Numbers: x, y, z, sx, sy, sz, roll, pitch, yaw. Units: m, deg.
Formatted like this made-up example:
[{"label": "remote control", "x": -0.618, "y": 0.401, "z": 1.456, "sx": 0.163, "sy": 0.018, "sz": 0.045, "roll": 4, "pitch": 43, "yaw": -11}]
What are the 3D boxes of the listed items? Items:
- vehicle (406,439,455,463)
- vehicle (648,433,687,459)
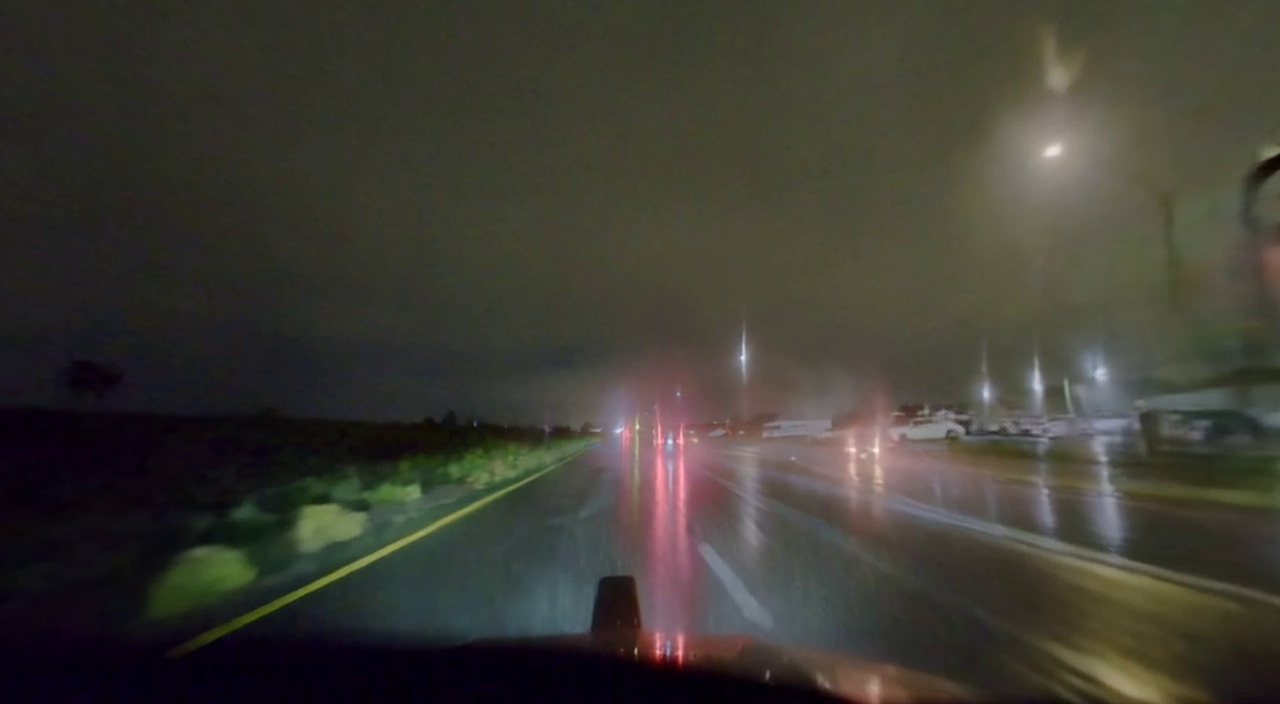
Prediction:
[{"label": "vehicle", "x": -14.652, "y": 6.899, "z": 44.173, "sx": 1.944, "sy": 1.540, "sz": 4.721, "roll": 0, "pitch": -8, "yaw": -2}, {"label": "vehicle", "x": 1.584, "y": 5.669, "z": 38.101, "sx": 2.037, "sy": 1.504, "sz": 4.248, "roll": 0, "pitch": -8, "yaw": -2}]
